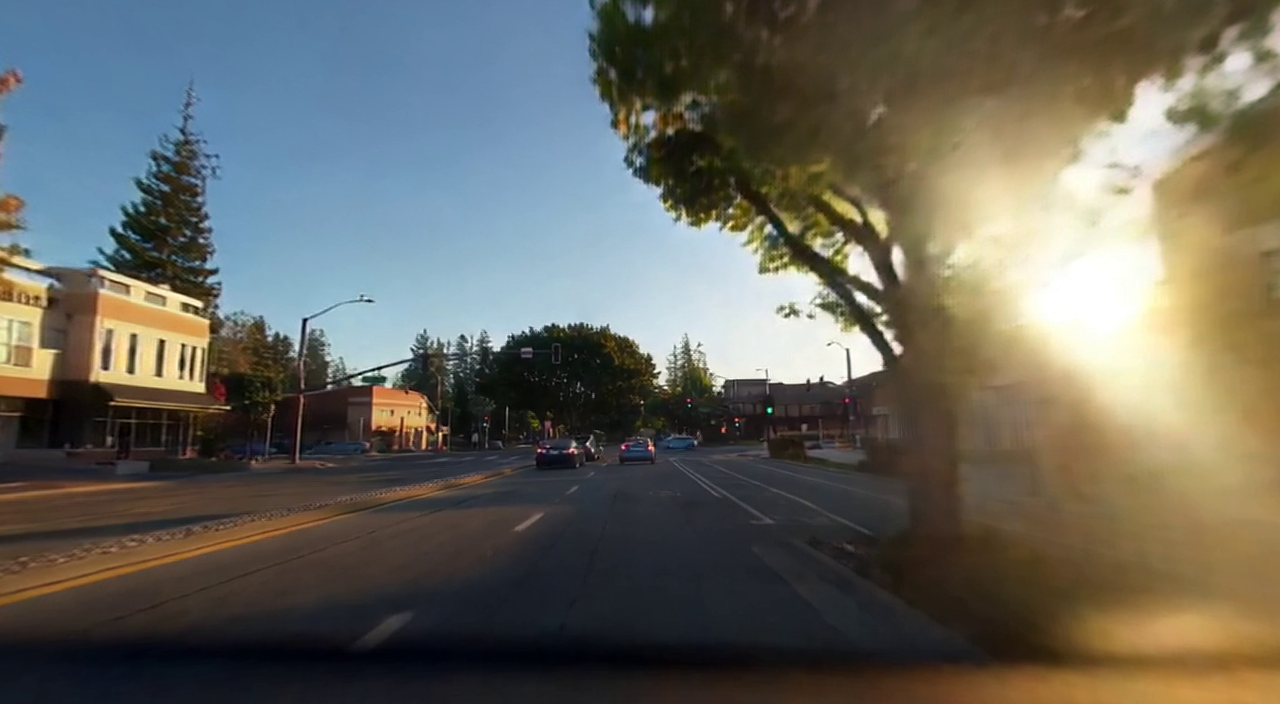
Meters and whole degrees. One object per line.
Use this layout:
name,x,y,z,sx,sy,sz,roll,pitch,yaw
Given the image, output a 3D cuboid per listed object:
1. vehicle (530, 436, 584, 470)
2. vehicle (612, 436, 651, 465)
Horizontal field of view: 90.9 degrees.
vehicle,-3.874,4.800,30.205,1.942,1.497,4.561,0,-8,0
vehicle,-0.472,5.465,35.012,2.066,1.482,3.923,0,-8,-1
